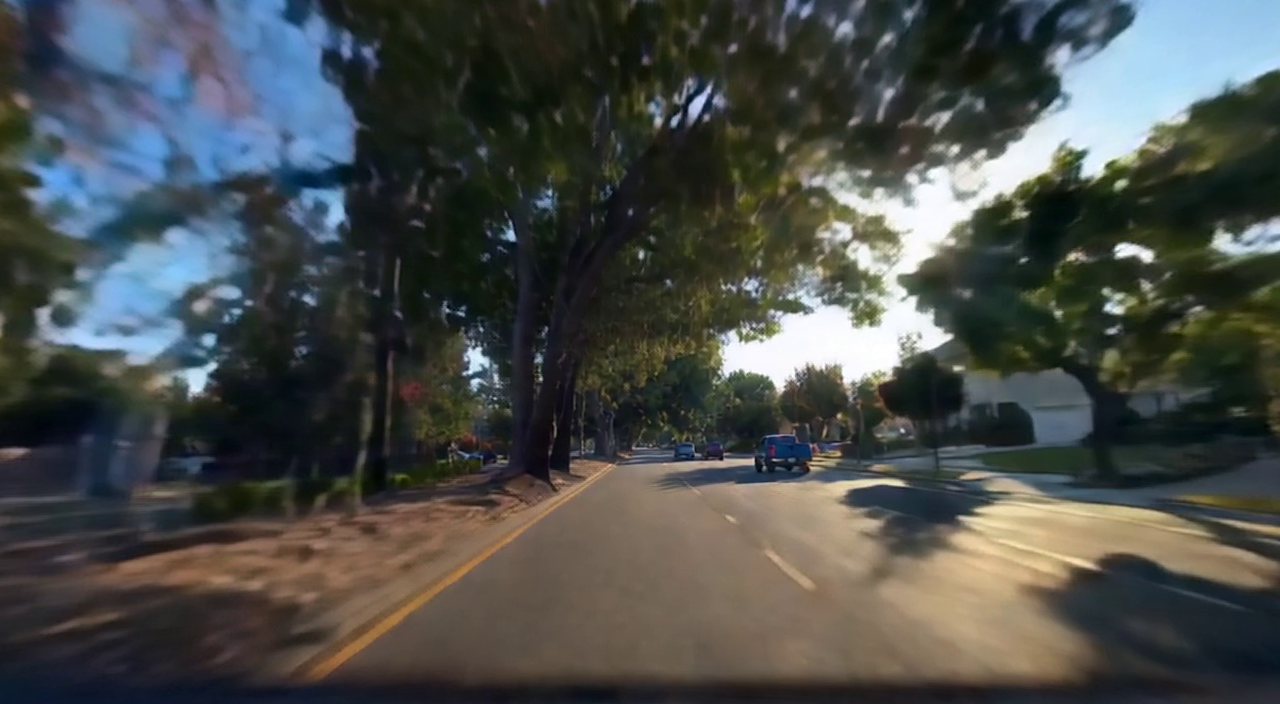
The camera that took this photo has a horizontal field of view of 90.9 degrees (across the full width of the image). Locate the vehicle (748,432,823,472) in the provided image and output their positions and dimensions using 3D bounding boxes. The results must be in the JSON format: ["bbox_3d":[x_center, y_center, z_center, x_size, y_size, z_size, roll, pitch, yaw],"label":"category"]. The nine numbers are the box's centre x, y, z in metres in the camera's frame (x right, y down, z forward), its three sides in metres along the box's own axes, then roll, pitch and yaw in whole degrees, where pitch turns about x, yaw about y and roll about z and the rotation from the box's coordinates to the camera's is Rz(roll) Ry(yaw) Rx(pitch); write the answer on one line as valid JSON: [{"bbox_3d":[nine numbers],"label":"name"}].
[{"bbox_3d":[6.869,4.790,30.418,2.262,1.769,5.666,0,-8,0],"label":"vehicle"}]
